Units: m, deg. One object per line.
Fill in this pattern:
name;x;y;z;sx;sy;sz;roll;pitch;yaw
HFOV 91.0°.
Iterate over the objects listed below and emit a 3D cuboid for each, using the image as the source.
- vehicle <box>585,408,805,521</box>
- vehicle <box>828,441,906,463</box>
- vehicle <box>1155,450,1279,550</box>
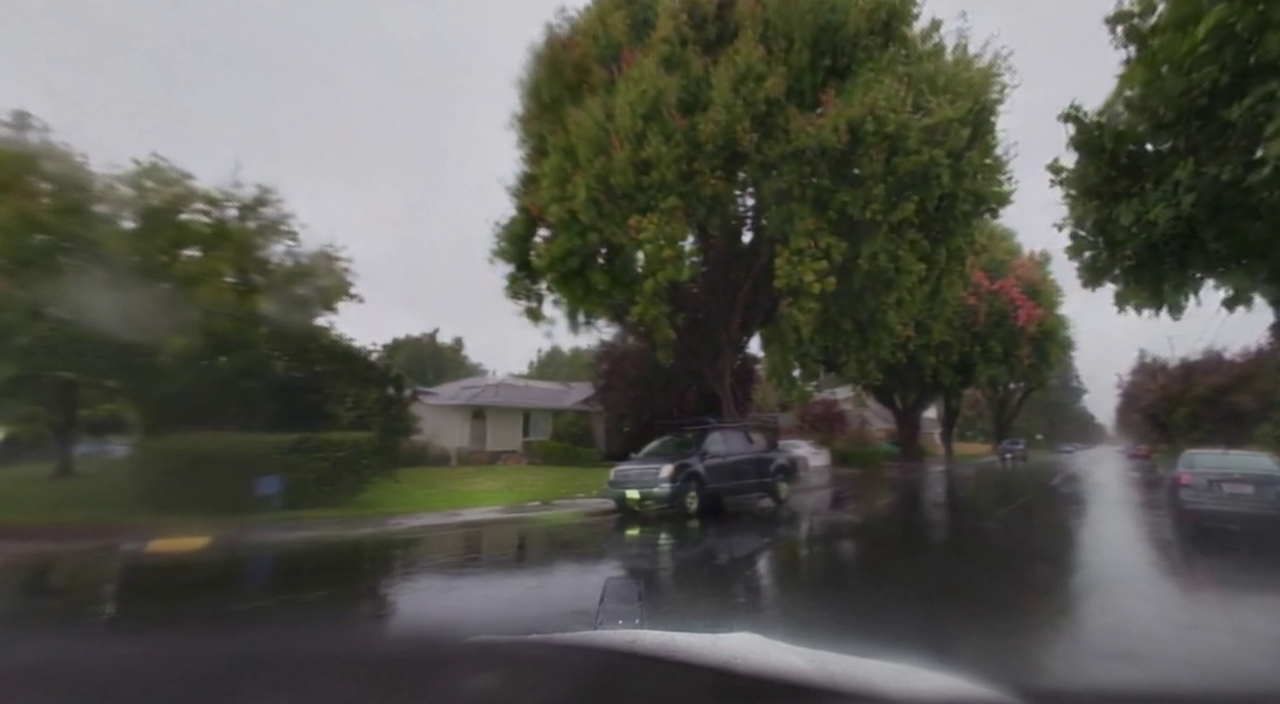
vehicle;1.592;2.578;14.847;2.337;2.084;6.088;-7;-11;35
vehicle;16.818;7.393;46.792;4.977;1.558;2.079;-6;-11;37
vehicle;10.669;2.481;11.216;1.959;1.431;4.647;-6;-11;36
